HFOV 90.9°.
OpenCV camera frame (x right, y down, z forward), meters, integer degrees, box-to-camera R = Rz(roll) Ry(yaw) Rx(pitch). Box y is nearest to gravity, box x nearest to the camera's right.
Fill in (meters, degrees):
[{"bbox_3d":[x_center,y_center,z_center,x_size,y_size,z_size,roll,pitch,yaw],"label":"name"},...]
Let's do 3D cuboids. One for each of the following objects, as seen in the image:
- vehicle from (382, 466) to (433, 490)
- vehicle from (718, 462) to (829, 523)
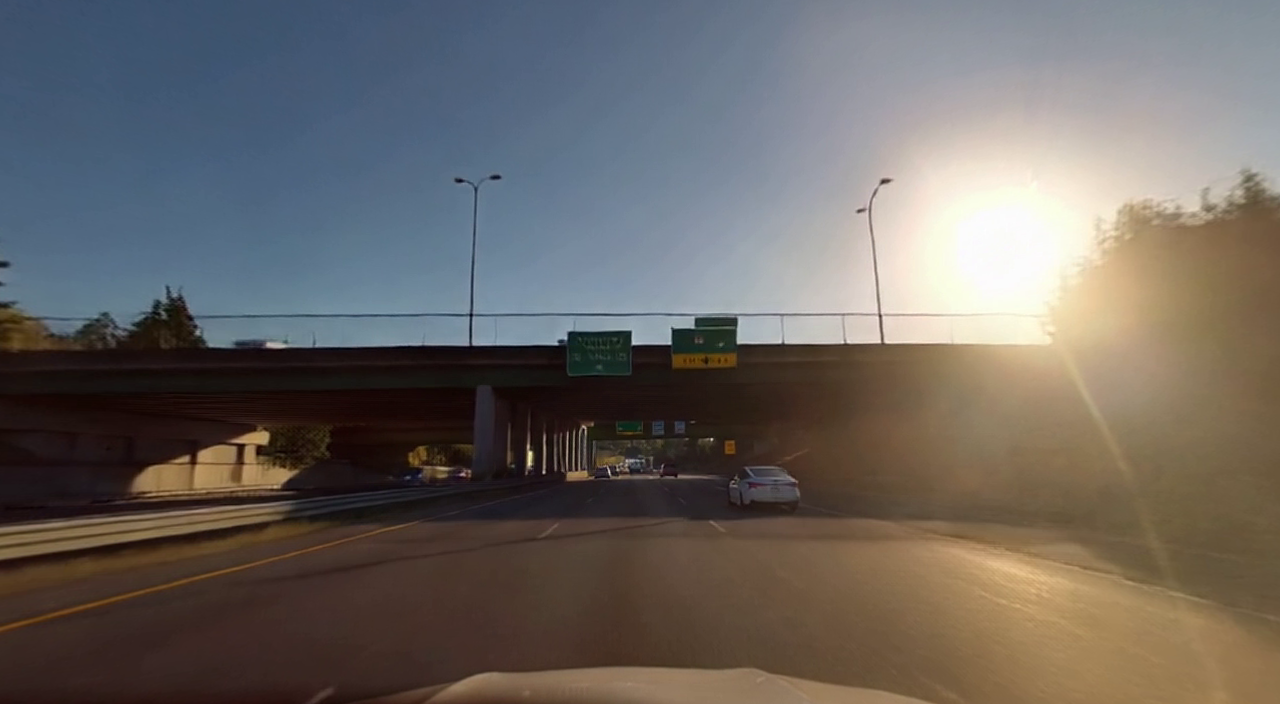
[{"bbox_3d":[-15.712,8.534,42.802,1.904,1.477,4.095,1,-10,0],"label":"vehicle"},{"bbox_3d":[3.601,3.915,17.966,2.051,1.472,4.547,1,-10,-1],"label":"vehicle"}]
